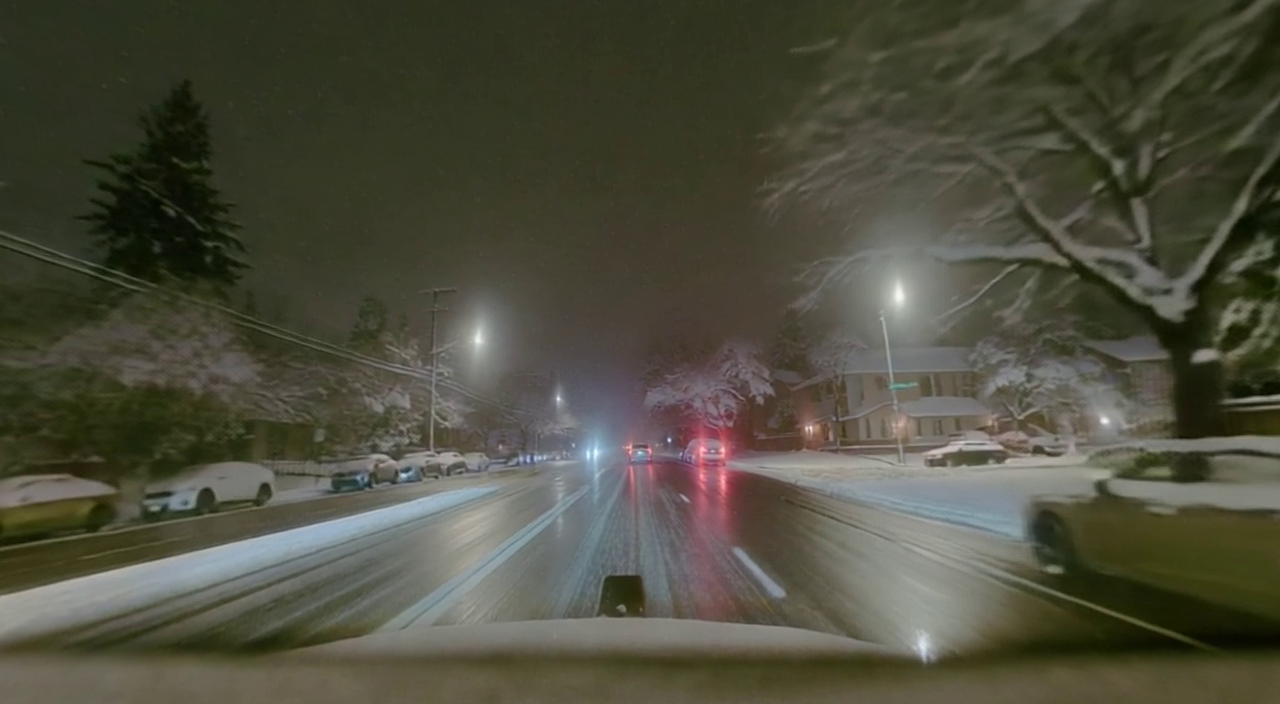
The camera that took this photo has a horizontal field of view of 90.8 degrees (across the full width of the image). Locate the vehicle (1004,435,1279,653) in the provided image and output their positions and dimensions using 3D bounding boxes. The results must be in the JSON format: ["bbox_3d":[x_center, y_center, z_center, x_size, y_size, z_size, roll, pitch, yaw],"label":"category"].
[{"bbox_3d":[5.256,1.385,4.887,1.978,1.438,4.716,0,-9,-1],"label":"vehicle"}]

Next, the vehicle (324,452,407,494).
[{"bbox_3d":[-12.715,5.591,29.623,1.938,1.738,4.516,0,-9,-2],"label":"vehicle"}]

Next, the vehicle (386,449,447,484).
[{"bbox_3d":[-12.627,6.462,36.049,1.904,1.805,5.100,0,-9,-3],"label":"vehicle"}]

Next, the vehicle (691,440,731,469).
[{"bbox_3d":[5.126,7.466,46.441,2.195,2.000,4.789,1,-8,-3],"label":"vehicle"}]

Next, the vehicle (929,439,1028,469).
[{"bbox_3d":[18.494,5.606,34.668,4.240,1.560,1.929,0,-9,2],"label":"vehicle"}]

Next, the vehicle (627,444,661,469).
[{"bbox_3d":[0.217,6.483,39.465,2.022,1.471,3.973,0,-9,-1],"label":"vehicle"}]

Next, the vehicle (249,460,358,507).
[{"bbox_3d":[-12.520,4.888,23.841,1.810,1.399,4.285,-4,-9,0],"label":"vehicle"}]

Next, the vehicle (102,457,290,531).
[{"bbox_3d":[-12.281,3.906,18.026,1.905,1.503,5.015,-4,-8,-2],"label":"vehicle"}]

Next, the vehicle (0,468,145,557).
[{"bbox_3d":[-12.405,3.083,12.321,1.916,1.463,4.564,0,-9,-2],"label":"vehicle"}]
